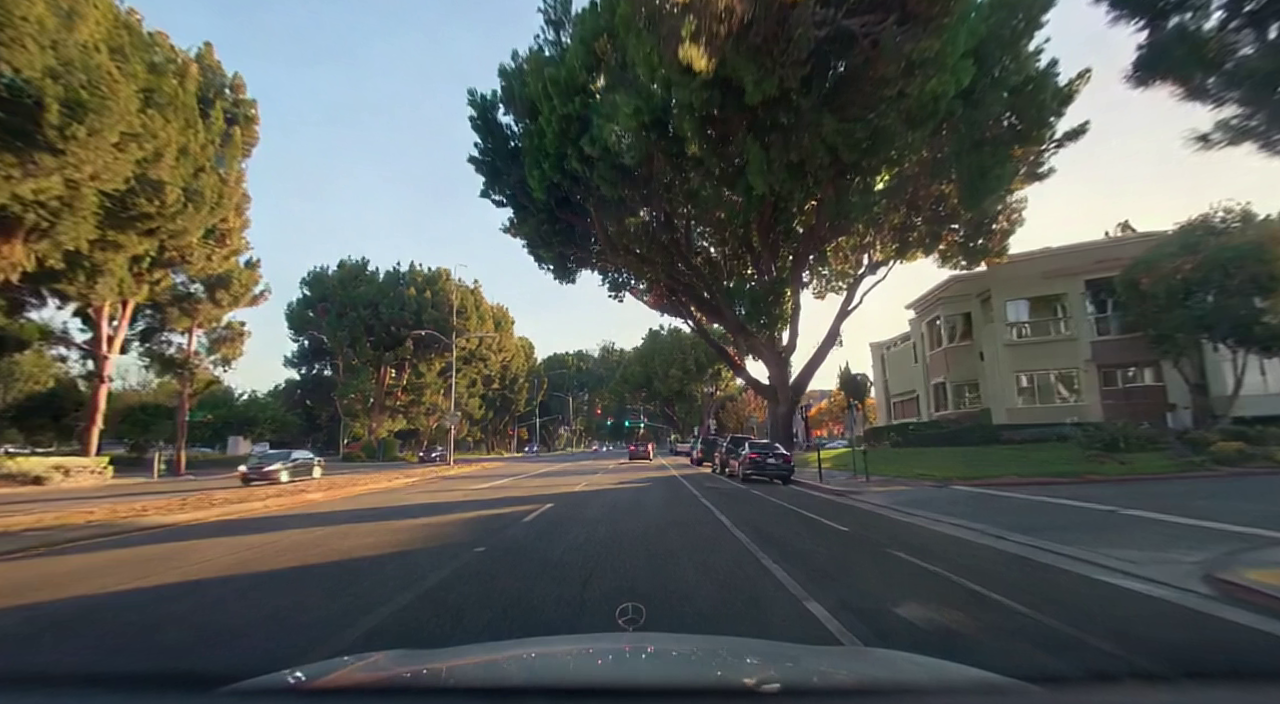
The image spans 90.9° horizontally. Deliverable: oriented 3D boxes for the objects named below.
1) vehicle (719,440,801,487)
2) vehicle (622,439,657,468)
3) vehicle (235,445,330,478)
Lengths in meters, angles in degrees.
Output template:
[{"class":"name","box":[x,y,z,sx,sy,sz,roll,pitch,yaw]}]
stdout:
[{"class":"vehicle","box":[4.240,4.018,23.113,2.035,1.500,4.912,0,-8,0]},{"class":"vehicle","box":[-0.022,6.521,40.842,2.169,1.751,4.276,0,-8,1]},{"class":"vehicle","box":[-17.833,5.458,31.731,1.932,1.516,4.738,-1,-8,1]}]
